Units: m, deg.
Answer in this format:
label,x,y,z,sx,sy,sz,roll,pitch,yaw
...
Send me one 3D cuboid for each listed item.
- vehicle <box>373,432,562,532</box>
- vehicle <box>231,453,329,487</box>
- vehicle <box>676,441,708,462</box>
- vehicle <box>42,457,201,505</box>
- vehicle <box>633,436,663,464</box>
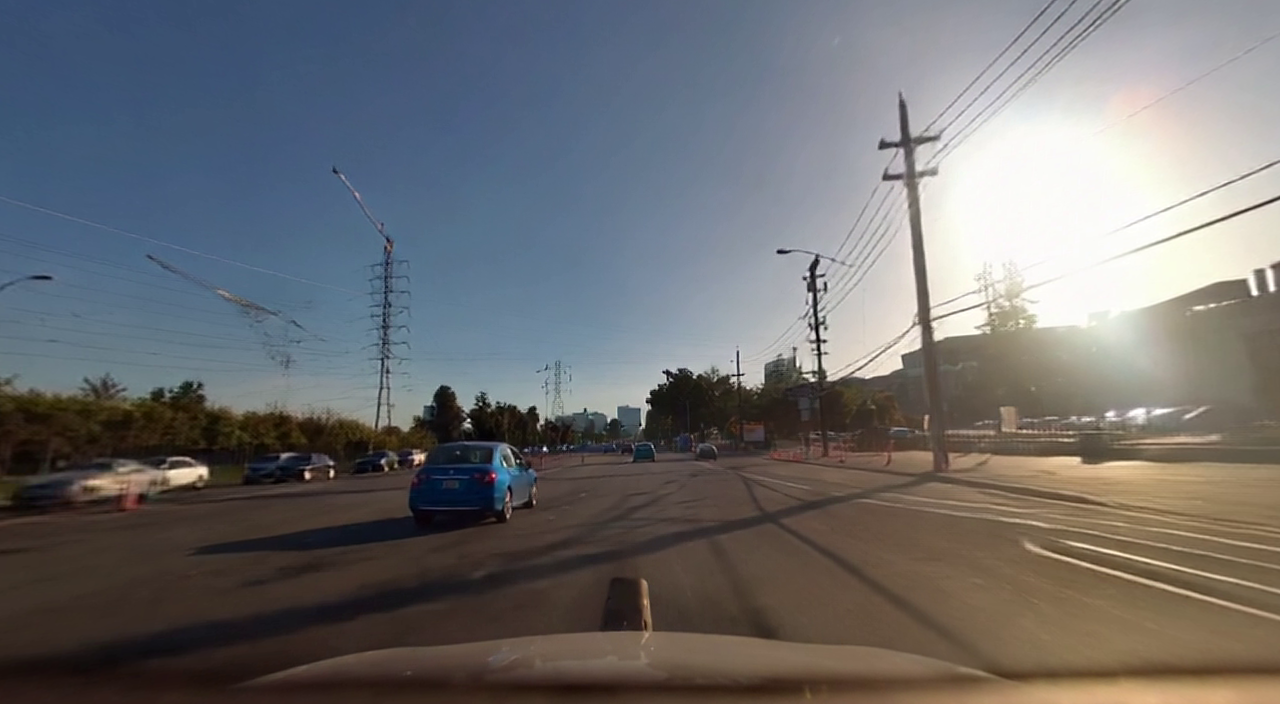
label,x,y,z,sx,sy,sz,roll,pitch,yaw
vehicle,-2.899,2.329,11.940,2.087,1.480,4.825,0,-9,2
vehicle,-17.750,5.806,31.381,1.945,1.511,4.458,-1,-9,5
vehicle,3.981,7.694,48.802,2.142,1.475,4.565,0,-9,0
vehicle,-18.553,4.601,22.928,1.979,1.470,4.571,0,-9,-1
vehicle,0.528,6.906,44.662,2.060,1.845,4.151,0,-9,0
